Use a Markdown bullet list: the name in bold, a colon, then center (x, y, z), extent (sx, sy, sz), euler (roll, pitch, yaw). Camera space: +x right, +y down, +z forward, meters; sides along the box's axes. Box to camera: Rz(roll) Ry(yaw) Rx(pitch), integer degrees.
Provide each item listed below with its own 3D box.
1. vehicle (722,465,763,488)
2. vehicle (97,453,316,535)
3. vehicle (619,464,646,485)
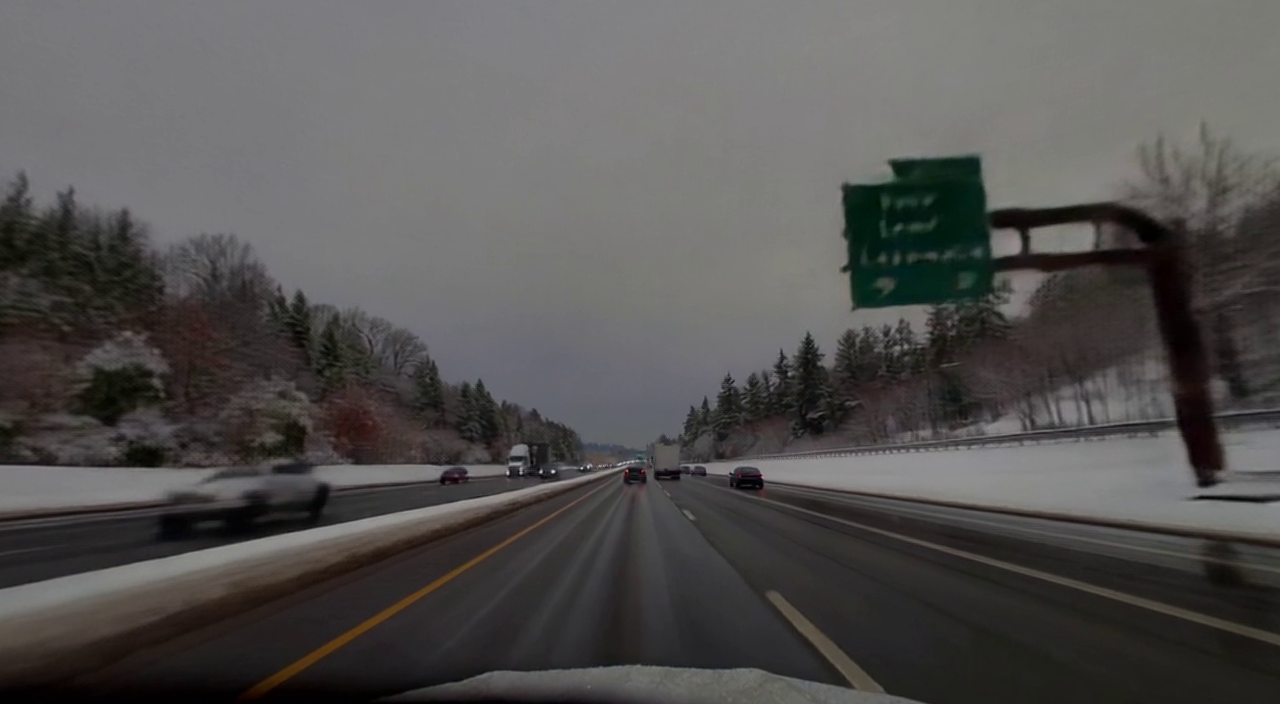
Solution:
- **vehicle**: center (6.969, 8.512, 43.232), extent (1.977, 1.494, 4.311), euler (1, -10, -2)
- **vehicle**: center (-9.408, 3.115, 14.234), extent (1.910, 1.532, 4.251), euler (1, -10, 0)
- **vehicle**: center (-0.571, 9.394, 48.469), extent (2.025, 1.452, 3.927), euler (1, -10, -1)
